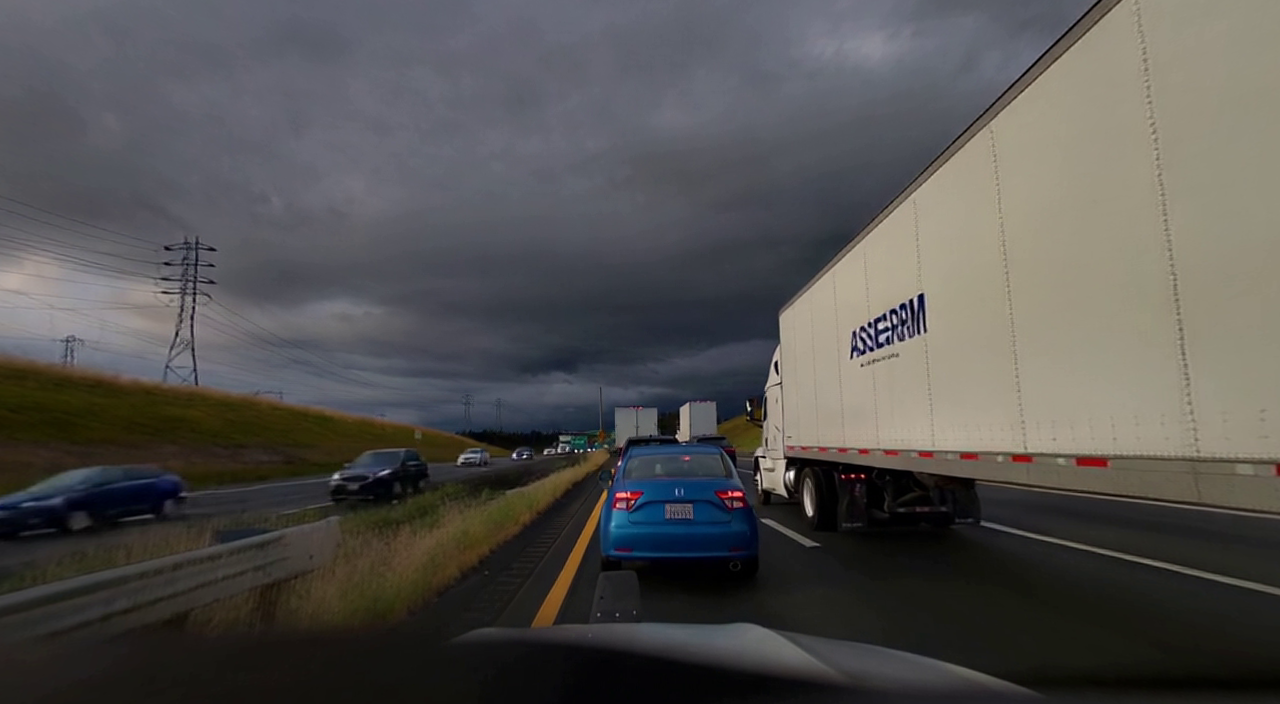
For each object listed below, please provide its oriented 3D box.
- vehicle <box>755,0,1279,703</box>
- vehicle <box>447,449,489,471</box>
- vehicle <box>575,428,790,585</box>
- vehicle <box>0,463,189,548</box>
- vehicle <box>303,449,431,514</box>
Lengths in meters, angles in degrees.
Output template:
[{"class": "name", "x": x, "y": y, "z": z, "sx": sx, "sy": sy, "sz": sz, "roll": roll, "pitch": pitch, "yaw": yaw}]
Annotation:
[{"class": "vehicle", "x": 4.152, "y": 0.132, "z": 5.832, "sx": 3.138, "sy": 4.065, "sz": 14.276, "roll": 0, "pitch": -8, "yaw": -1}, {"class": "vehicle", "x": -12.545, "y": 7.887, "z": 46.238, "sx": 1.853, "sy": 1.445, "sz": 4.478, "roll": -1, "pitch": -8, "yaw": -1}, {"class": "vehicle", "x": 0.339, "y": 1.723, "z": 7.846, "sx": 2.045, "sy": 1.446, "sz": 3.597, "roll": 0, "pitch": -8, "yaw": -2}, {"class": "vehicle", "x": -12.093, "y": 3.211, "z": 13.688, "sx": 1.795, "sy": 1.441, "sz": 3.759, "roll": -1, "pitch": -8, "yaw": -1}, {"class": "vehicle", "x": -8.007, "y": 3.794, "z": 18.975, "sx": 1.991, "sy": 1.629, "sz": 4.259, "roll": -1, "pitch": -8, "yaw": -1}]
